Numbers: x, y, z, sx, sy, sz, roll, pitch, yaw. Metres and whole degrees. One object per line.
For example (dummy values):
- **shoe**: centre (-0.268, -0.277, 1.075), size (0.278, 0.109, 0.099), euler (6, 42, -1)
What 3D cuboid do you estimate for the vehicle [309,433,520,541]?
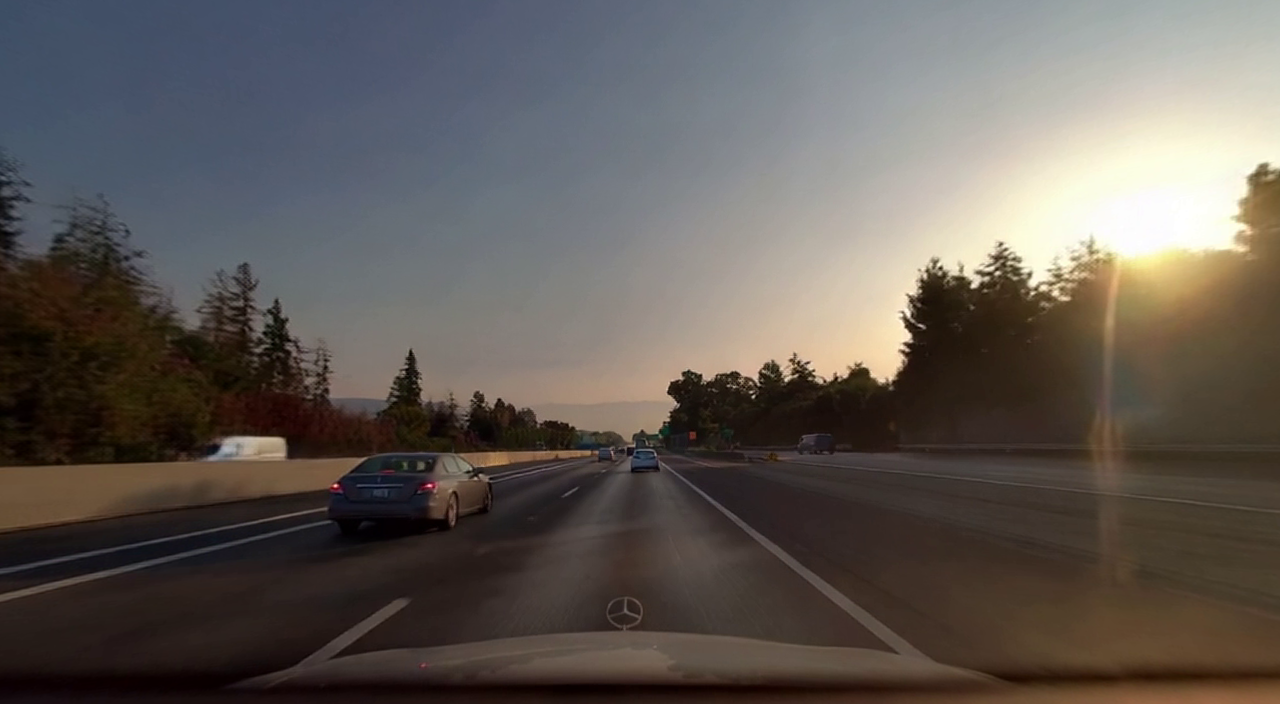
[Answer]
- **vehicle**: centre (-3.540, 2.211, 10.900), size (2.062, 1.474, 4.151), euler (0, -9, 1)

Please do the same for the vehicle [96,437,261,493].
- **vehicle**: centre (-16.800, 4.142, 23.414), size (2.086, 1.852, 5.229), euler (0, -9, 1)

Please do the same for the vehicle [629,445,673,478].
- **vehicle**: centre (0.494, 5.239, 30.343), size (2.002, 1.449, 3.612), euler (0, -9, 0)
